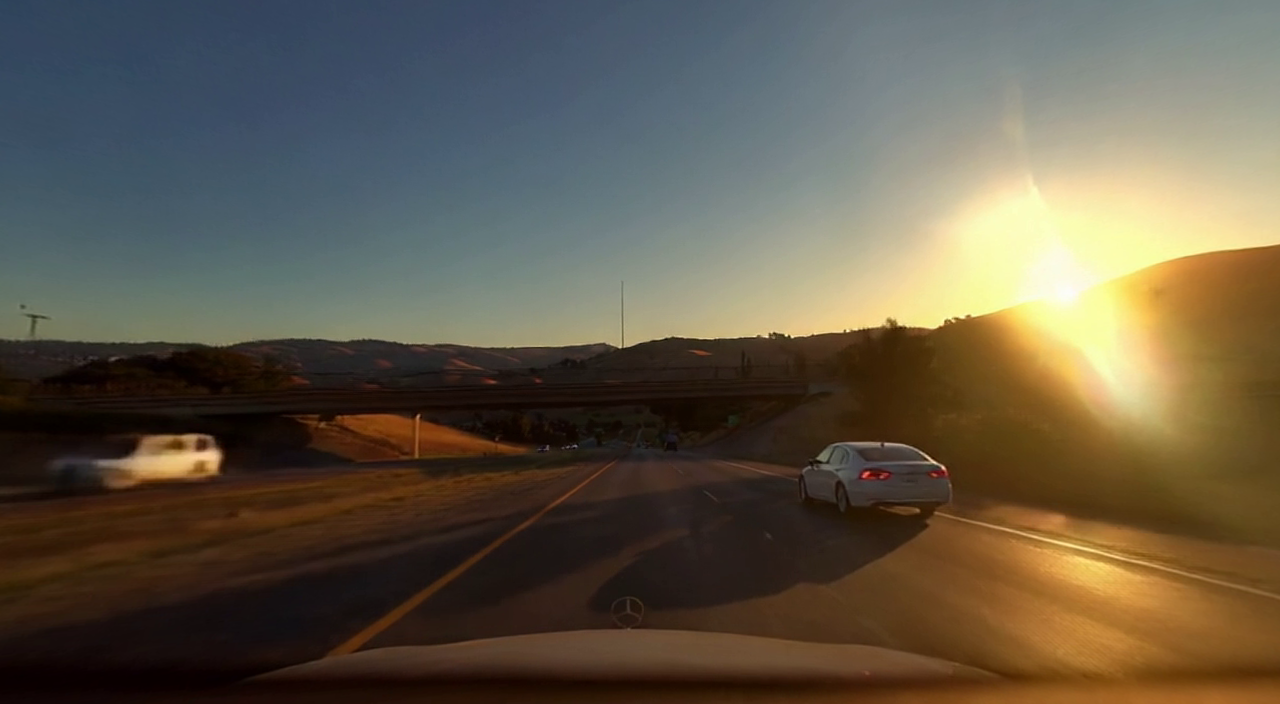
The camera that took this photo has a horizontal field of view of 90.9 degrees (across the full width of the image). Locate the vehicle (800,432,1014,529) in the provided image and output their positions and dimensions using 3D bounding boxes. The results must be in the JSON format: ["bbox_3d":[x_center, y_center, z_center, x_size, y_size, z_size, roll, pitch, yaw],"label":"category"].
[{"bbox_3d":[4.780,2.348,12.245,2.027,1.487,4.718,0,-8,-1],"label":"vehicle"}]
